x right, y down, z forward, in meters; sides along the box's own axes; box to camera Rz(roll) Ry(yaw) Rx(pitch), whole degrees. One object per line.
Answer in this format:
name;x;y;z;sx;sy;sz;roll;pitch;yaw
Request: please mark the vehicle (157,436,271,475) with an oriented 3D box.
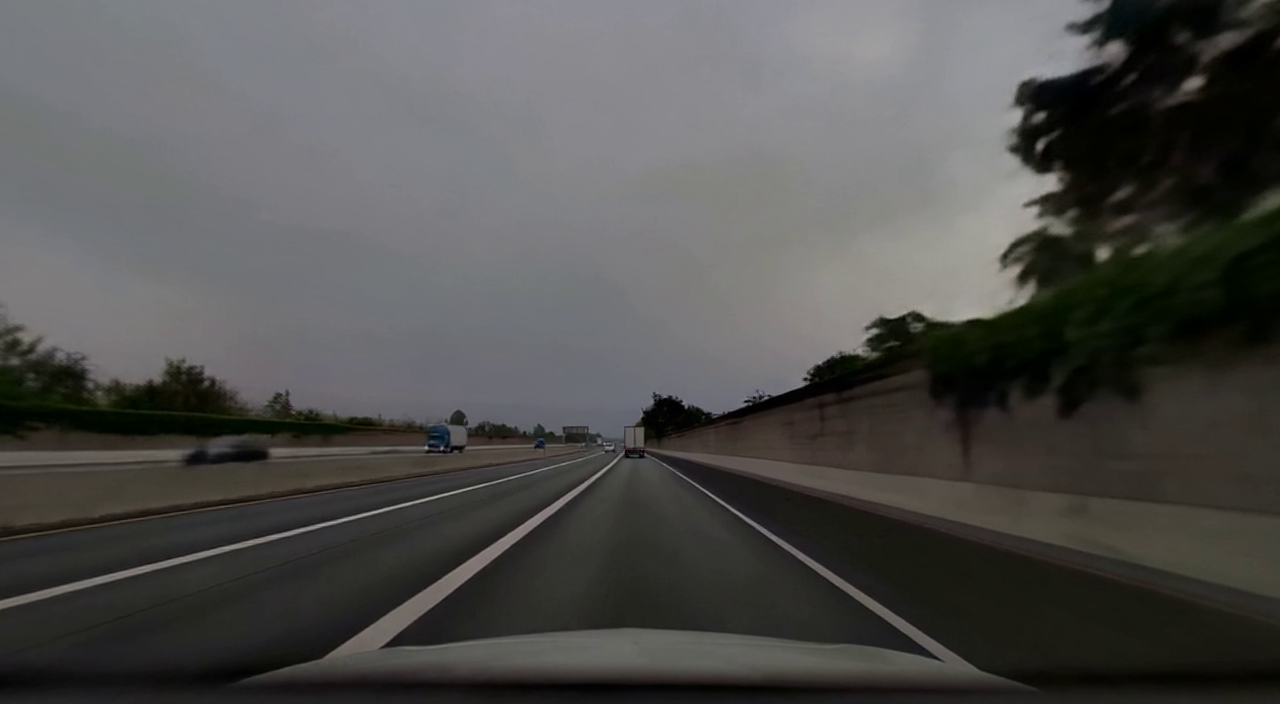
vehicle;-19.299;4.706;28.845;1.957;1.627;4.639;0;-9;0
